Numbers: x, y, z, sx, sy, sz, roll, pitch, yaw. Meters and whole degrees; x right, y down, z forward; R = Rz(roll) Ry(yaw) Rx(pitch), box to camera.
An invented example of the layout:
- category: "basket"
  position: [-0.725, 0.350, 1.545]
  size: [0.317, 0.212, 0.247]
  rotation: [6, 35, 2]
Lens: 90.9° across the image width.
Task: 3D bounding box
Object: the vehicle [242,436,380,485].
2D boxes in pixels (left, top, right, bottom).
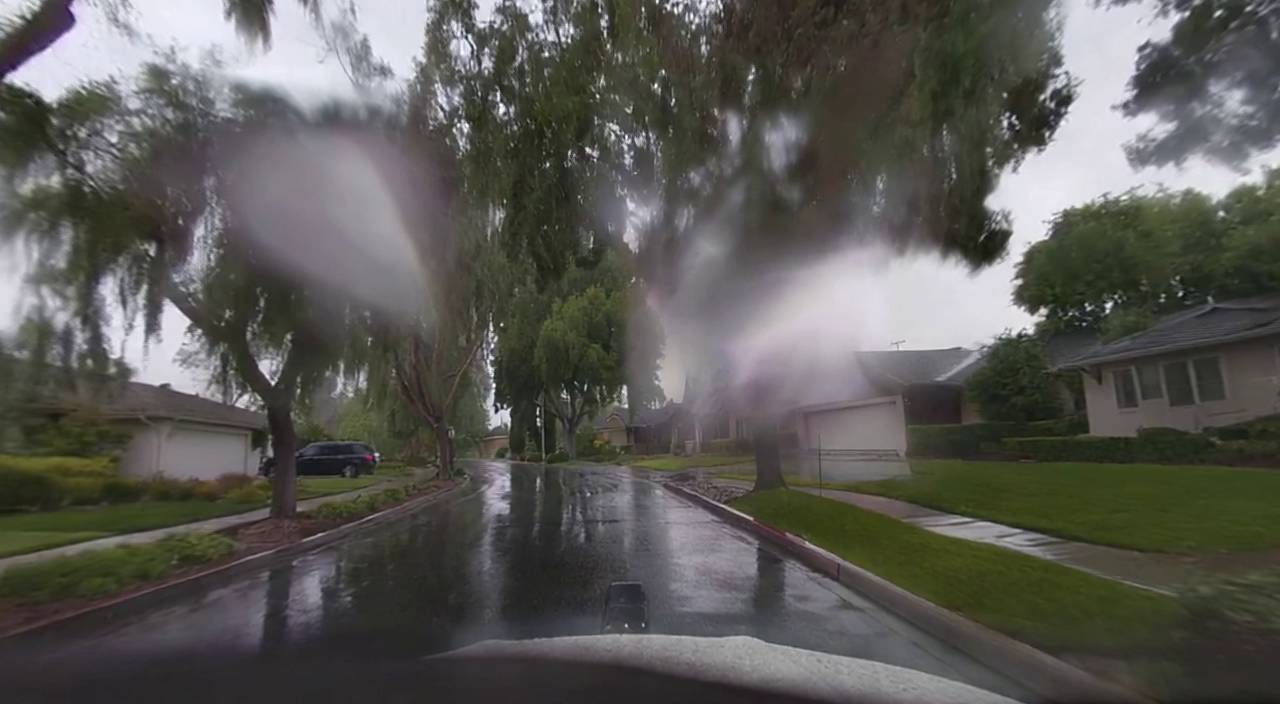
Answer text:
- category: "vehicle"
  position: [-13.769, 4.548, 26.671]
  size: [4.961, 1.757, 1.971]
  rotation: [2, -9, -25]
